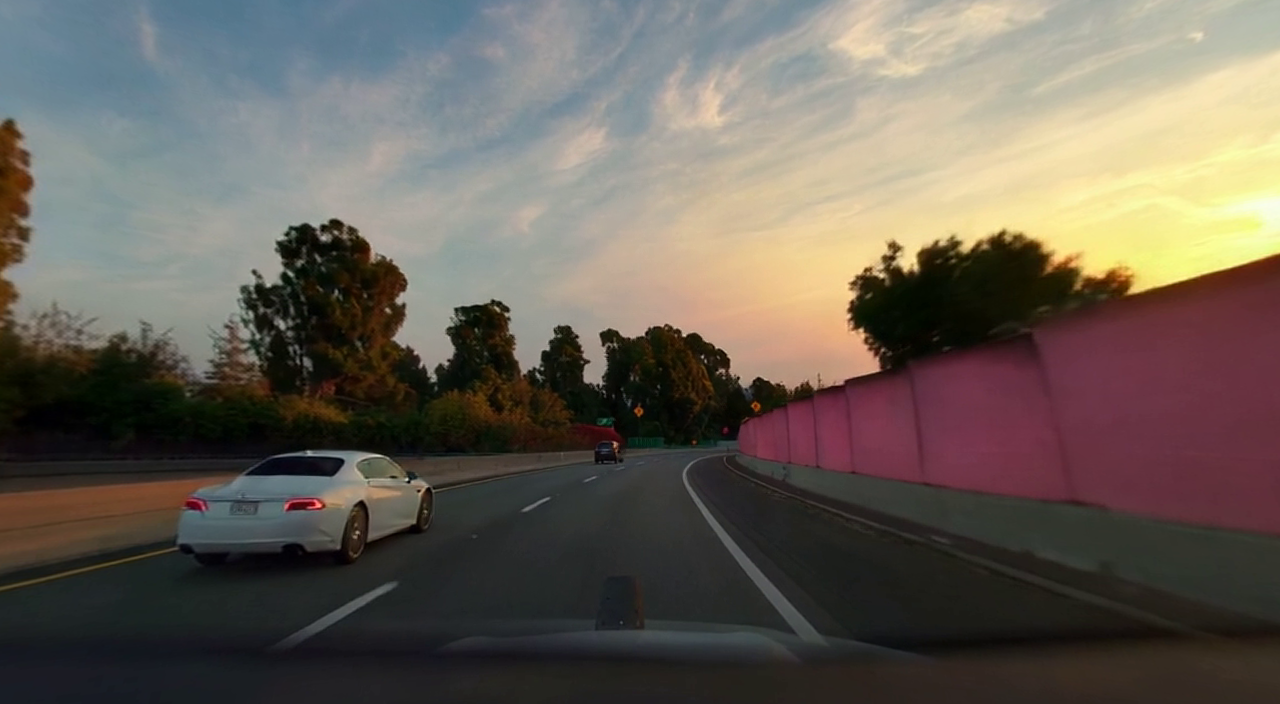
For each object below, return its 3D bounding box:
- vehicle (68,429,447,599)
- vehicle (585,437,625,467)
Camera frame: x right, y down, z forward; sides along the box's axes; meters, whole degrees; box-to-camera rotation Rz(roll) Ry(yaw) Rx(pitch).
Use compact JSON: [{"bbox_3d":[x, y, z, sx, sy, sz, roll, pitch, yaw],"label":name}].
[{"bbox_3d":[-3.894,1.699,7.526,1.746,1.405,4.339,0,-9,1],"label":"vehicle"},{"bbox_3d":[-2.041,5.981,37.710,1.833,1.697,3.984,-1,-9,5],"label":"vehicle"}]
